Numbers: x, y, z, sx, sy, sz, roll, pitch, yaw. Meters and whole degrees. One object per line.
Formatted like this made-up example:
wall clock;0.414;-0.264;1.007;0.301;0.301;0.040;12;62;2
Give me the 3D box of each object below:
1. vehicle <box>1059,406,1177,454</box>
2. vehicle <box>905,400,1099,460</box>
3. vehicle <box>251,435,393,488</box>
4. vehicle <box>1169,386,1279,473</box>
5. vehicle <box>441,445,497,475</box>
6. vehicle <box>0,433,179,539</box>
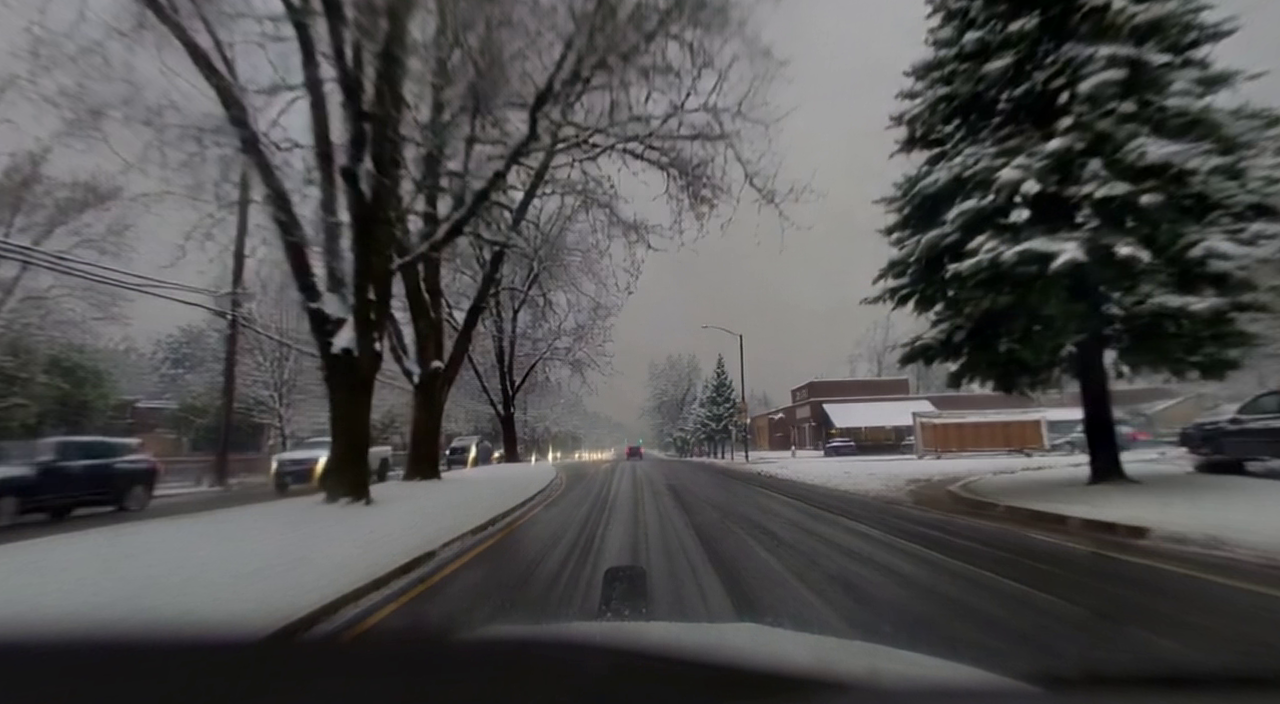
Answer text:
vehicle;25.251;4.163;33.468;4.275;2.426;2.291;0;-8;1
vehicle;19.011;4.157;33.498;8.462;3.012;2.906;0;-9;-1
vehicle;-11.897;4.142;24.261;2.471;1.783;5.903;0;-8;-1
vehicle;19.226;2.480;19.807;2.274;2.447;4.159;-2;-9;16
vehicle;-10.633;6.747;39.517;2.189;1.747;4.651;0;-9;0
vehicle;-10.257;2.199;10.801;1.778;1.517;3.923;0;-9;-2
